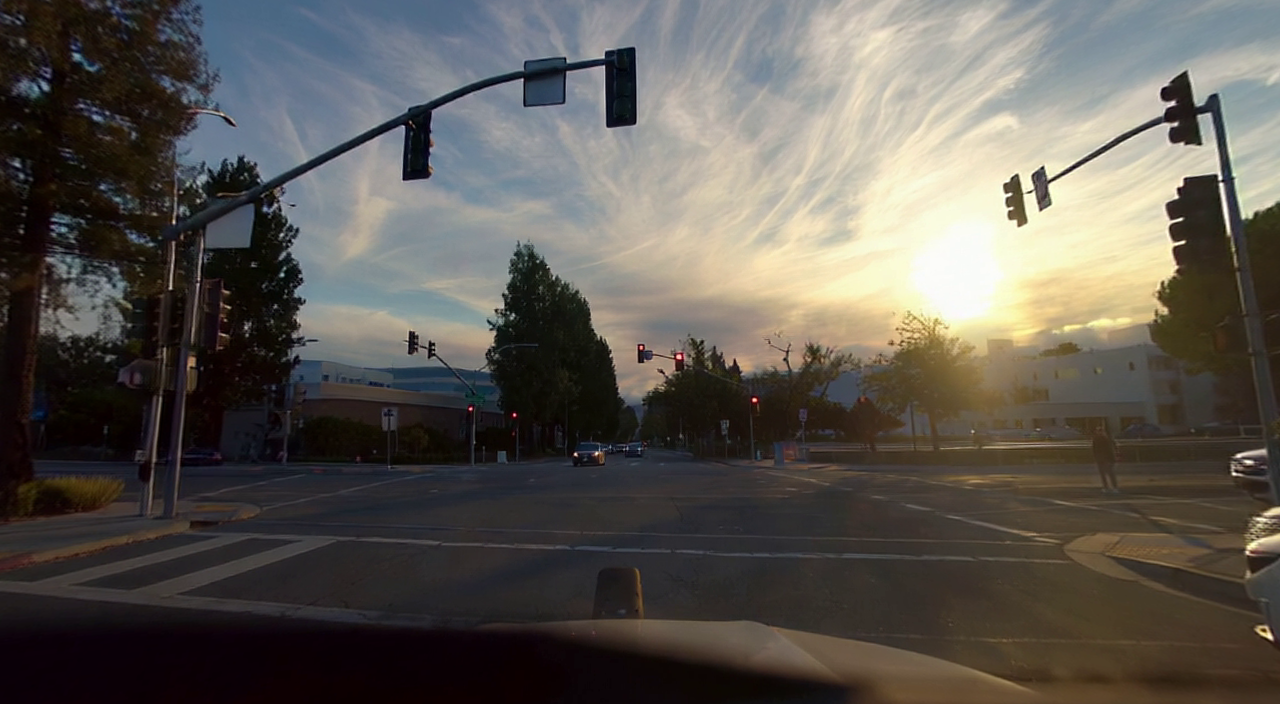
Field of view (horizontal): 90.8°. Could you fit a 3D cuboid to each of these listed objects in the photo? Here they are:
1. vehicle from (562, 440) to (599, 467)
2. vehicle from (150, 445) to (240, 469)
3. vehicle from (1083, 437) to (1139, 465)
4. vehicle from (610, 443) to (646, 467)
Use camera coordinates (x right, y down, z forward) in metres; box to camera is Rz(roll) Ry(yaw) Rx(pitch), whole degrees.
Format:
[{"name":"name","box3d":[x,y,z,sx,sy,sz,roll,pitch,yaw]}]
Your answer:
[{"name":"vehicle","box3d":[-4.091,7.106,44.293,2.251,1.756,4.610,0,-9,-2]},{"name":"vehicle","box3d":[-27.408,6.467,38.944,4.628,1.414,1.897,-3,-9,15]},{"name":"vehicle","box3d":[26.984,5.660,36.135,2.092,1.474,4.046,-8,-11,41]},{"name":"vehicle","box3d":[-0.839,6.831,41.991,2.056,1.492,3.937,1,-9,-6]}]
